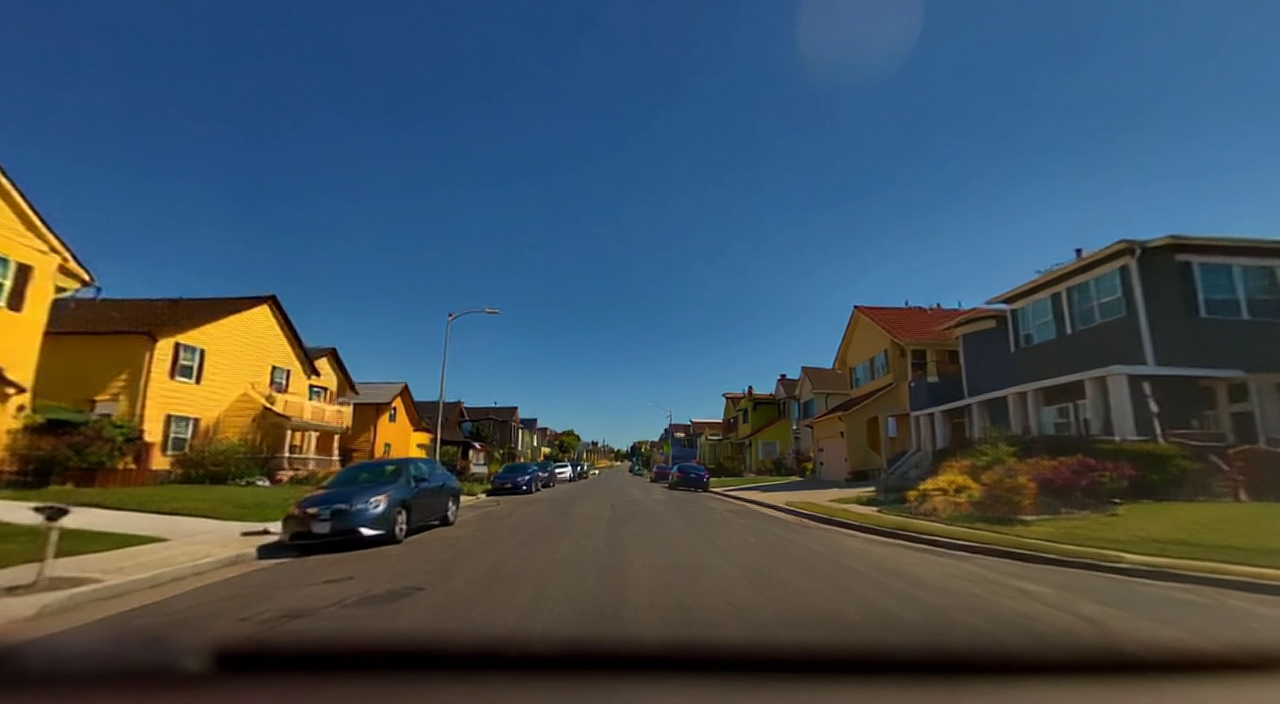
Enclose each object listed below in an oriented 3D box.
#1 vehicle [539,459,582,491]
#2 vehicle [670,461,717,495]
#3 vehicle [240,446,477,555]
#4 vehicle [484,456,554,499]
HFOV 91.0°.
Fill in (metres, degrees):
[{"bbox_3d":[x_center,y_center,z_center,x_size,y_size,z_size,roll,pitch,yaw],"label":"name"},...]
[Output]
[{"bbox_3d":[-4.674,7.261,37.463,2.089,1.508,4.537,2,-7,-2],"label":"vehicle"},{"bbox_3d":[2.684,6.414,32.345,1.888,1.484,4.476,0,-9,-2],"label":"vehicle"},{"bbox_3d":[-4.563,2.482,11.212,2.080,1.471,4.638,1,-10,-1],"label":"vehicle"},{"bbox_3d":[-4.810,5.066,25.819,2.020,1.470,5.300,0,-9,-2],"label":"vehicle"}]
